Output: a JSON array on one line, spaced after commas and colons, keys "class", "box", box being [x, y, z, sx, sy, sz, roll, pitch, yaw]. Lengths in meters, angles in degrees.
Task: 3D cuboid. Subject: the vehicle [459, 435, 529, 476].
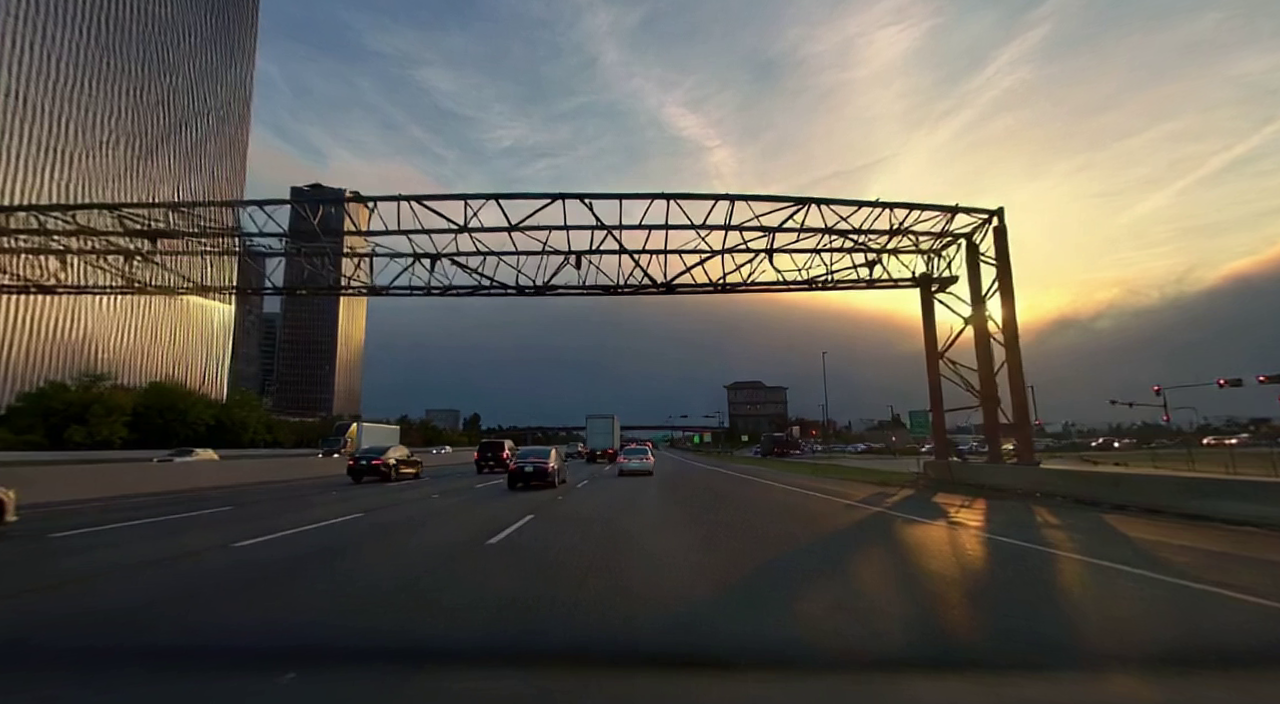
[{"class": "vehicle", "box": [-6.910, 4.954, 30.376, 2.190, 1.821, 4.800, 0, -9, 1]}]

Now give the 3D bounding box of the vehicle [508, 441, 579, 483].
[{"class": "vehicle", "box": [-3.694, 4.306, 24.906, 2.016, 1.497, 4.235, 0, -9, 1]}]

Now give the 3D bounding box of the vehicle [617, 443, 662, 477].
[{"class": "vehicle", "box": [-0.045, 5.084, 29.979, 1.991, 1.488, 3.922, 0, -9, 0]}]

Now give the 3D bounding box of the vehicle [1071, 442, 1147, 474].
[{"class": "vehicle", "box": [24.580, 5.545, 33.186, 2.059, 1.507, 4.352, -3, -9, 21]}]

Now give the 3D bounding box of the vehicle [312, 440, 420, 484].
[{"class": "vehicle", "box": [-10.450, 4.220, 24.481, 1.987, 1.495, 4.710, 0, -9, 1]}]
